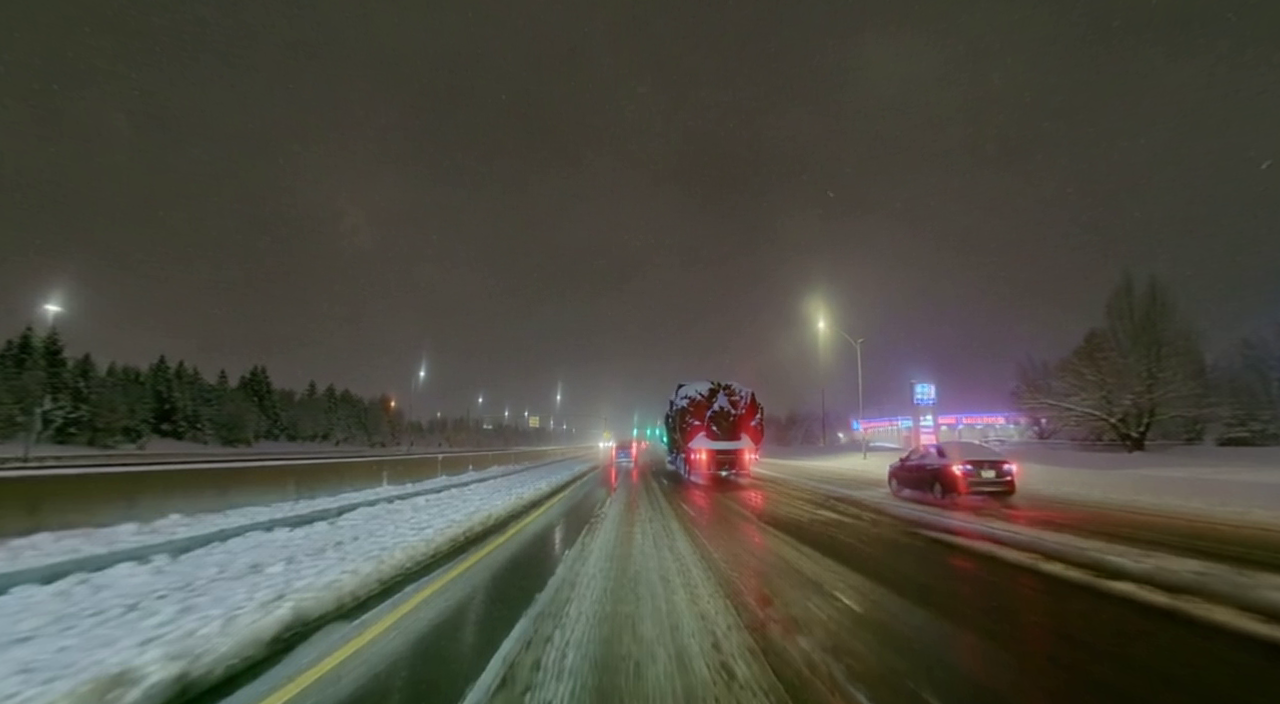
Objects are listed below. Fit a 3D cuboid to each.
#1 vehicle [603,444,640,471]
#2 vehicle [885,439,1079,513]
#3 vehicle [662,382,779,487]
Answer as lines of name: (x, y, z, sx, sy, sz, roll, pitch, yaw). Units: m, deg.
vehicle: (-1.018, 5.838, 35.115, 1.929, 1.395, 3.999, 0, -9, -1)
vehicle: (7.883, 2.885, 15.231, 2.105, 1.494, 4.537, 0, -9, -1)
vehicle: (2.737, 3.445, 25.604, 2.934, 3.325, 10.986, 0, -9, -2)
